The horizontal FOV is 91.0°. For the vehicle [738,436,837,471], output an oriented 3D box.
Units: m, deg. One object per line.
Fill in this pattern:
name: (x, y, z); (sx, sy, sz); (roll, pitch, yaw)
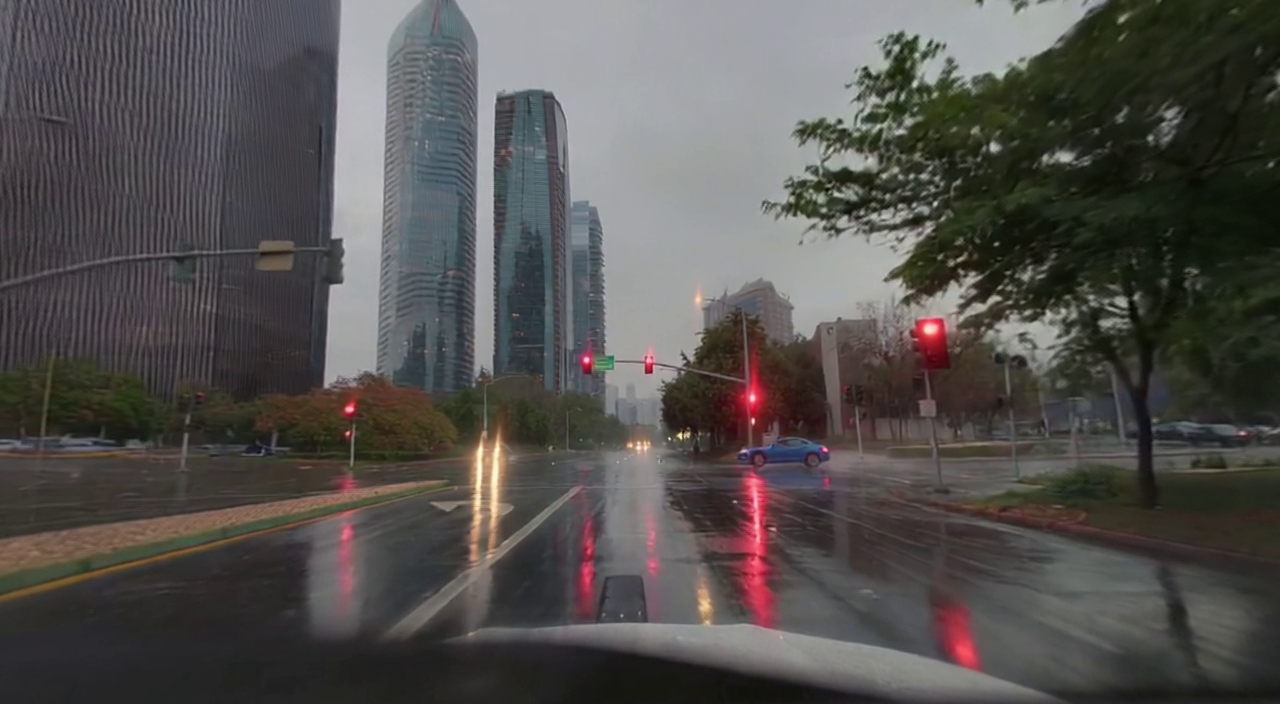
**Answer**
vehicle: (7.092, 4.919, 30.551); (4.218, 1.572, 2.065); (1, -9, -5)

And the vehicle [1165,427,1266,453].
vehicle: (40.629, 6.262, 44.549); (4.625, 1.741, 2.395); (0, -9, 3)

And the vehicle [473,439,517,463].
vehicle: (-11.387, 7.822, 49.794); (2.069, 1.771, 4.947); (0, -9, 3)
